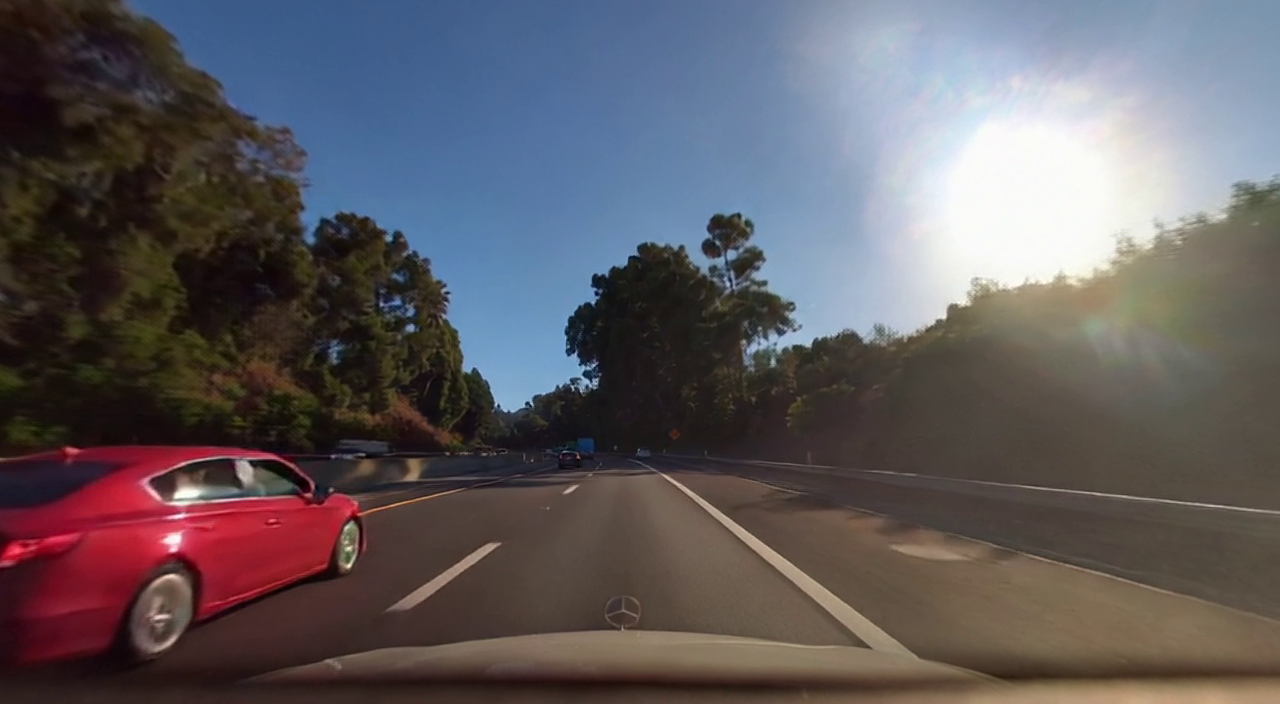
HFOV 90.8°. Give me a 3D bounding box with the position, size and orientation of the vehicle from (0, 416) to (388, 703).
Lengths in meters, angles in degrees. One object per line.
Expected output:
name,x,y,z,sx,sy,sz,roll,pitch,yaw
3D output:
vehicle,-3.782,1.296,4.442,1.957,1.499,4.965,0,-9,0

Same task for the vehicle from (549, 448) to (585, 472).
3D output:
vehicle,-5.055,7.518,44.191,2.049,1.521,4.366,0,-9,-1
